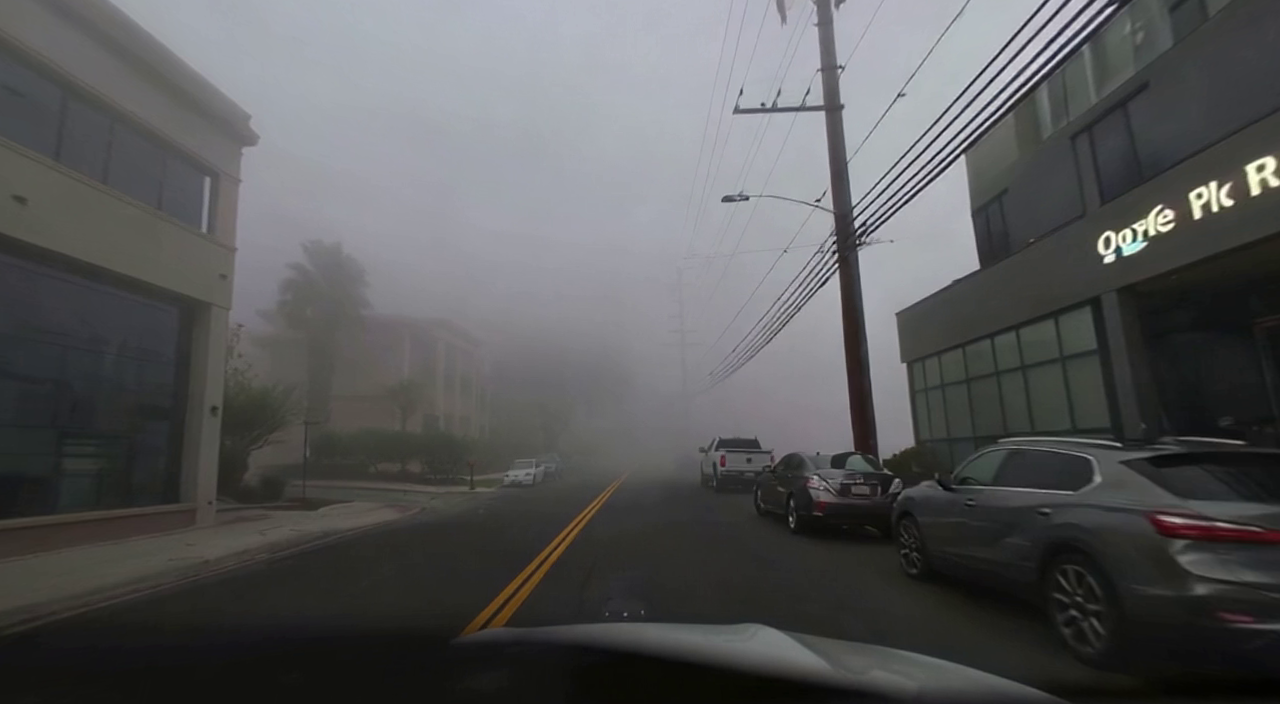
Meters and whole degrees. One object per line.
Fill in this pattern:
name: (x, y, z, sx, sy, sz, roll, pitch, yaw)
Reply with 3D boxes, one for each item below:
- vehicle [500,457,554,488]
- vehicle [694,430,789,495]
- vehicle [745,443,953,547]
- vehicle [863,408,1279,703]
vehicle: (-6.001, 6.435, 34.030, 1.982, 1.453, 4.577, 0, -8, 1)
vehicle: (3.632, 4.134, 24.021, 2.485, 2.123, 6.029, 0, -8, -1)
vehicle: (3.530, 2.490, 11.844, 2.060, 1.513, 4.741, 0, -8, -3)
vehicle: (3.672, 1.346, 4.921, 1.961, 1.546, 4.857, 0, -8, -2)
